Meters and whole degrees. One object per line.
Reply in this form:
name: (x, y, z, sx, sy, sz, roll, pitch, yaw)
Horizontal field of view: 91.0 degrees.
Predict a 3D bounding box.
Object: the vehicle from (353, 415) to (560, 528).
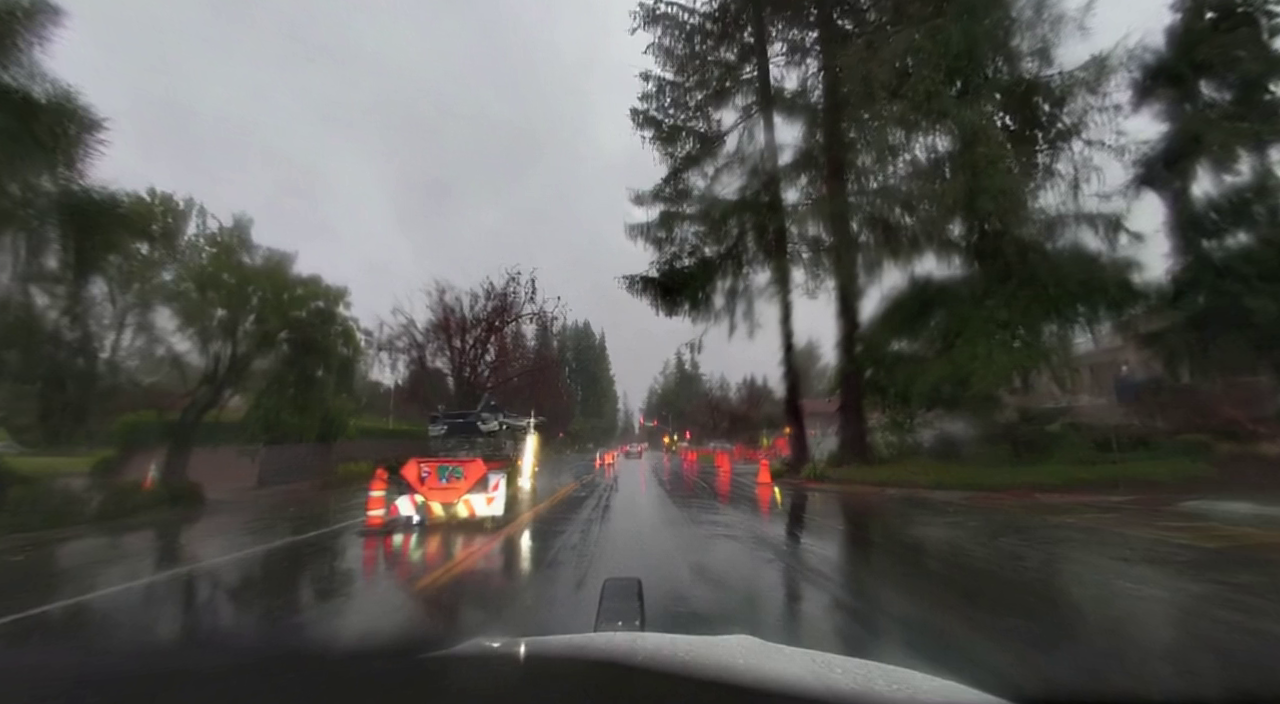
vehicle: (-3.633, 2.577, 14.312, 2.742, 1.962, 6.409, 0, -8, 0)
